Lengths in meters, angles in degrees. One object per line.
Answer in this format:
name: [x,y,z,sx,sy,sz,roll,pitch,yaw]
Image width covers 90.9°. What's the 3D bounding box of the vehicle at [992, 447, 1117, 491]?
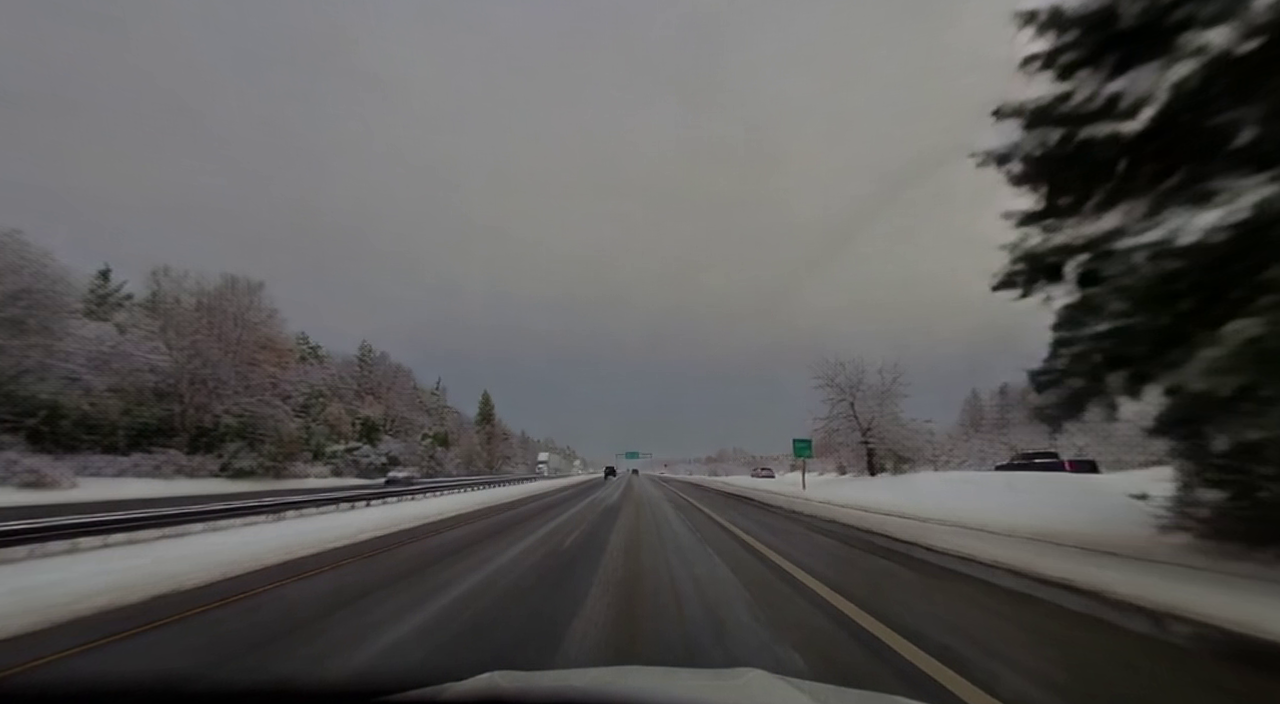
vehicle: [15.930,4.553,24.498,1.973,1.540,3.978,1,-11,-3]
